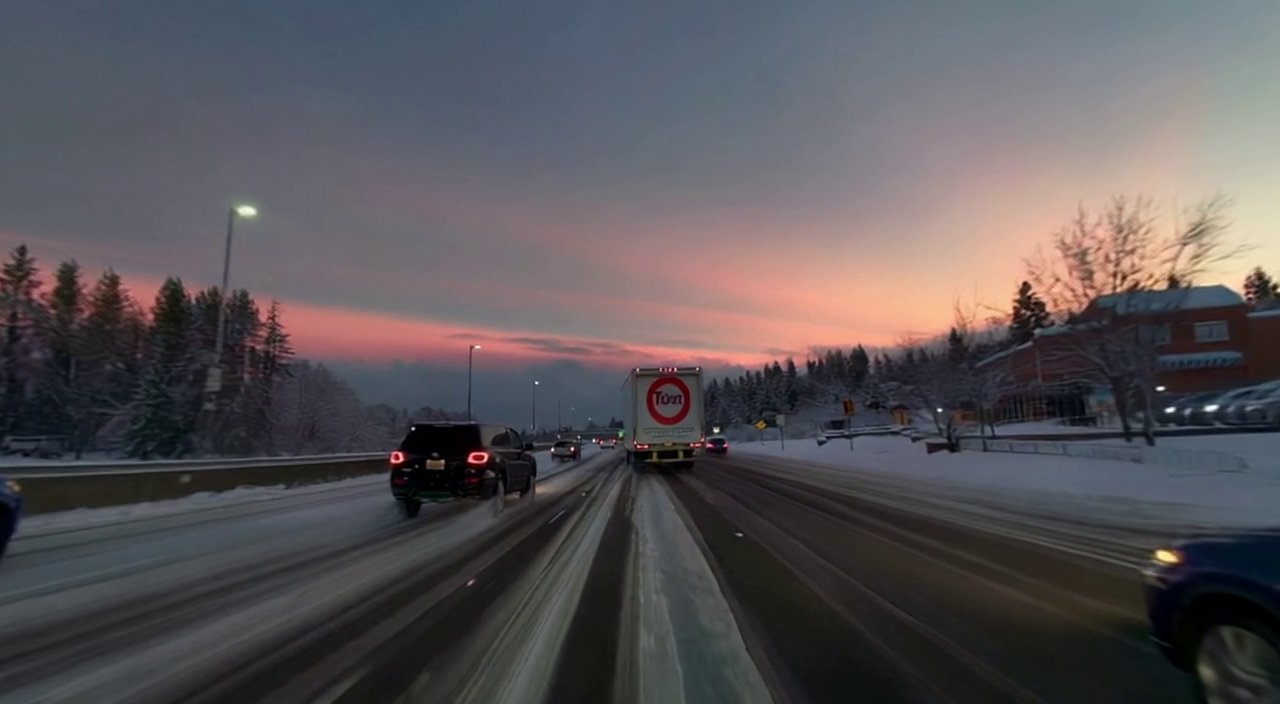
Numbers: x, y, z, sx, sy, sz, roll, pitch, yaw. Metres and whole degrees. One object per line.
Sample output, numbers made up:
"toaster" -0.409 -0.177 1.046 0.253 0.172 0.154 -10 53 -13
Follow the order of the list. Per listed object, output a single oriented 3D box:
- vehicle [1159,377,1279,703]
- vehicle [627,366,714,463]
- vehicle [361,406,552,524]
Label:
"vehicle" 3.327 0.554 0.186 2.280 1.511 4.758 0 -9 0
"vehicle" 2.103 3.394 34.307 3.657 4.173 13.731 -1 -6 7
"vehicle" -3.217 2.132 12.318 2.178 1.826 4.933 0 -8 1
